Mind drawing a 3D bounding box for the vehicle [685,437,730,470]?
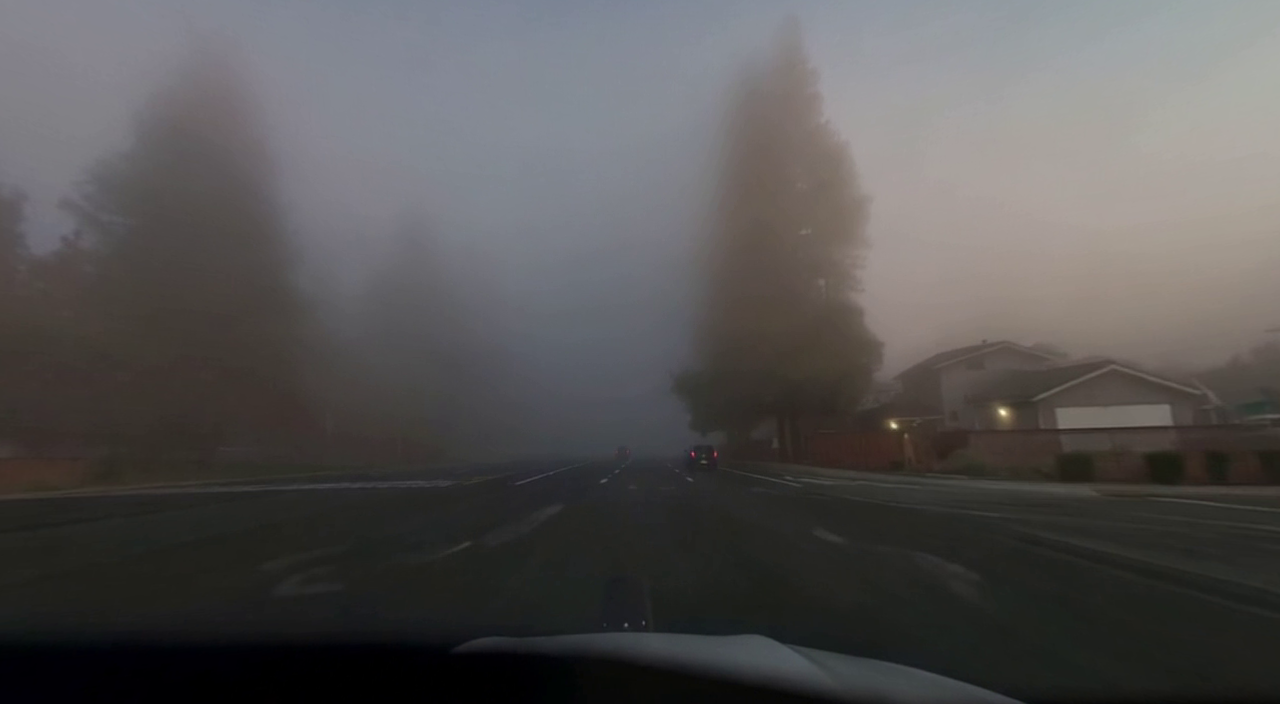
[{"bbox_3d":[3.894,5.962,37.188,2.114,1.780,4.445,0,-8,-1],"label":"vehicle"}]

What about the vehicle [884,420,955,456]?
[{"bbox_3d":[15.669,4.855,35.623,2.084,1.868,5.067,0,-8,6],"label":"vehicle"}]
